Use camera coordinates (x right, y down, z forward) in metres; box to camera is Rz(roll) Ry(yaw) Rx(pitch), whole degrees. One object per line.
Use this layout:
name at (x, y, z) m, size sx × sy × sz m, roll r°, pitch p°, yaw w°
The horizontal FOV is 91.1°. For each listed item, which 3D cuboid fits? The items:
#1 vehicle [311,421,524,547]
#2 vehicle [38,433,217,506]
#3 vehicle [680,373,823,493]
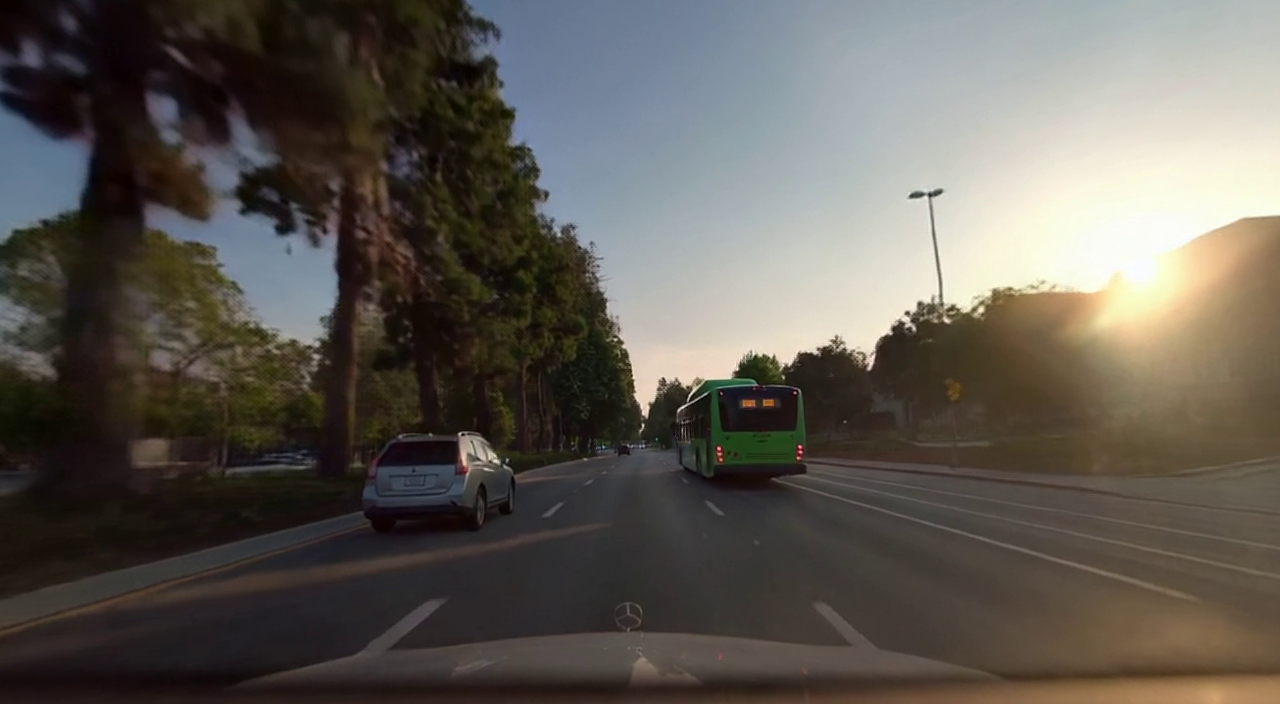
vehicle at (-3.578, 2.208, 11.181) m, size 2.111 × 1.767 × 4.333 m, roll 0°, pitch -8°, yaw 1°
vehicle at (-22.225, 5.062, 27.774) m, size 2.593 × 2.836 × 6.122 m, roll 0°, pitch -8°, yaw 1°
vehicle at (3.464, 3.163, 23.714) m, size 3.072 × 3.278 × 12.747 m, roll 0°, pitch -8°, yaw 0°
